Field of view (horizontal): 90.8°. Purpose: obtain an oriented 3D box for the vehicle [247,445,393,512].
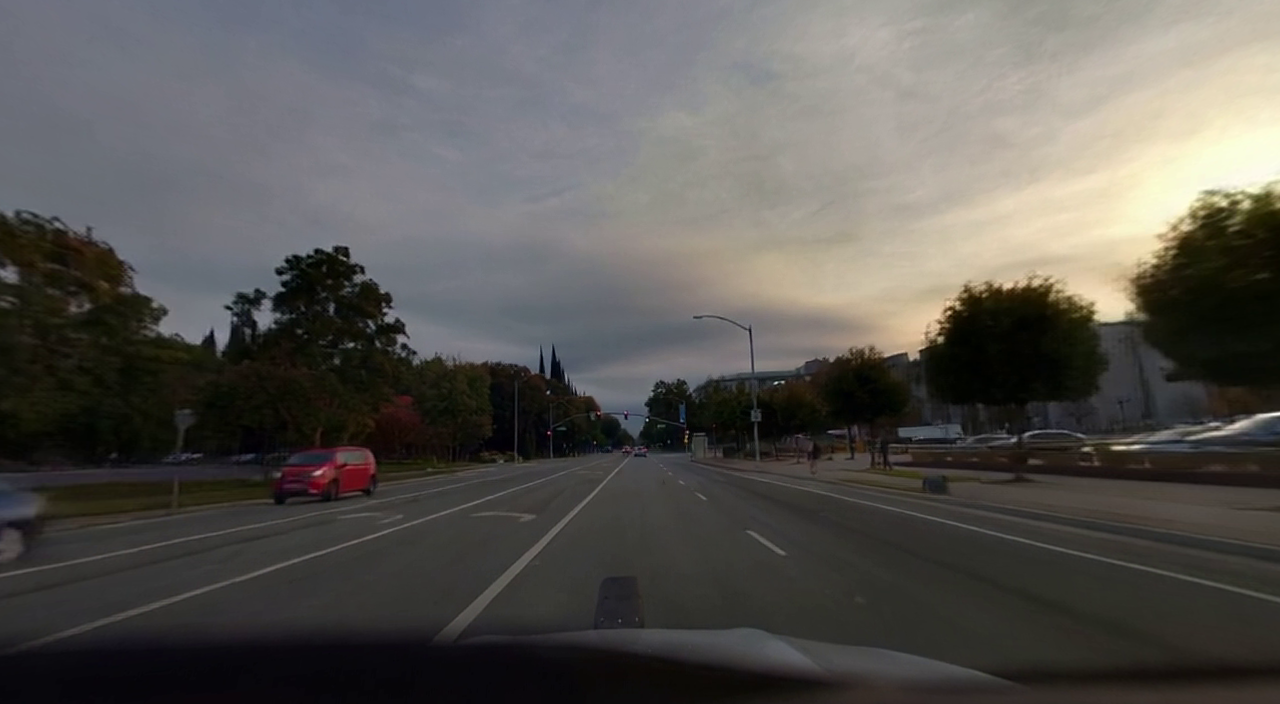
[{"bbox_3d":[-9.234,3.646,18.771,2.066,1.709,4.509,0,-9,-2],"label":"vehicle"}]
